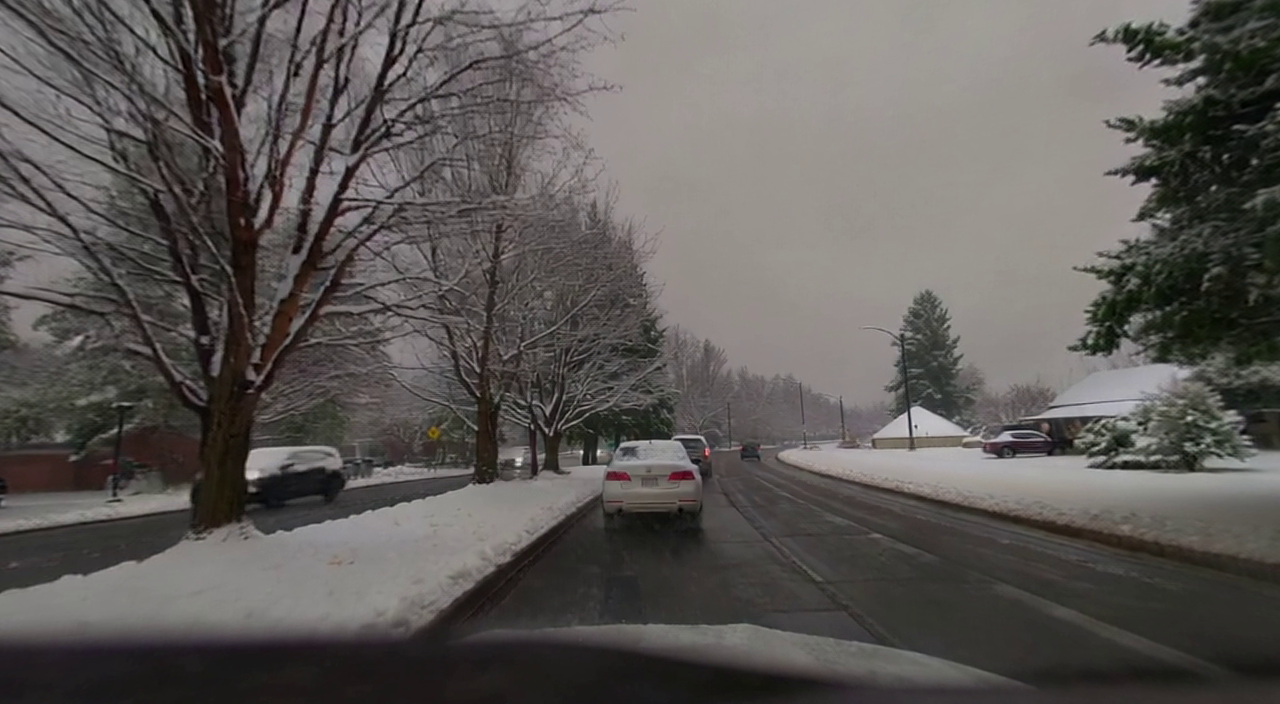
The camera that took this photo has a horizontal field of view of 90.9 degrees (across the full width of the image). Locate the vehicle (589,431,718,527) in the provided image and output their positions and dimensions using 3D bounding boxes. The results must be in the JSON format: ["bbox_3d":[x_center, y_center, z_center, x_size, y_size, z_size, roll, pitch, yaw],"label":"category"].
[{"bbox_3d":[0.292,2.423,12.620,2.154,1.585,3.997,-1,-8,2],"label":"vehicle"}]

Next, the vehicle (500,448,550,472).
[{"bbox_3d":[-7.737,7.333,42.878,1.909,1.468,4.597,-2,-8,8],"label":"vehicle"}]

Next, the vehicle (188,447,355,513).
[{"bbox_3d":[-10.762,3.715,18.935,2.068,1.688,4.665,-1,-8,2],"label":"vehicle"}]

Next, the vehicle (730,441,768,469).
[{"bbox_3d":[6.393,6.082,37.435,1.984,1.507,4.359,-1,-8,7],"label":"vehicle"}]
